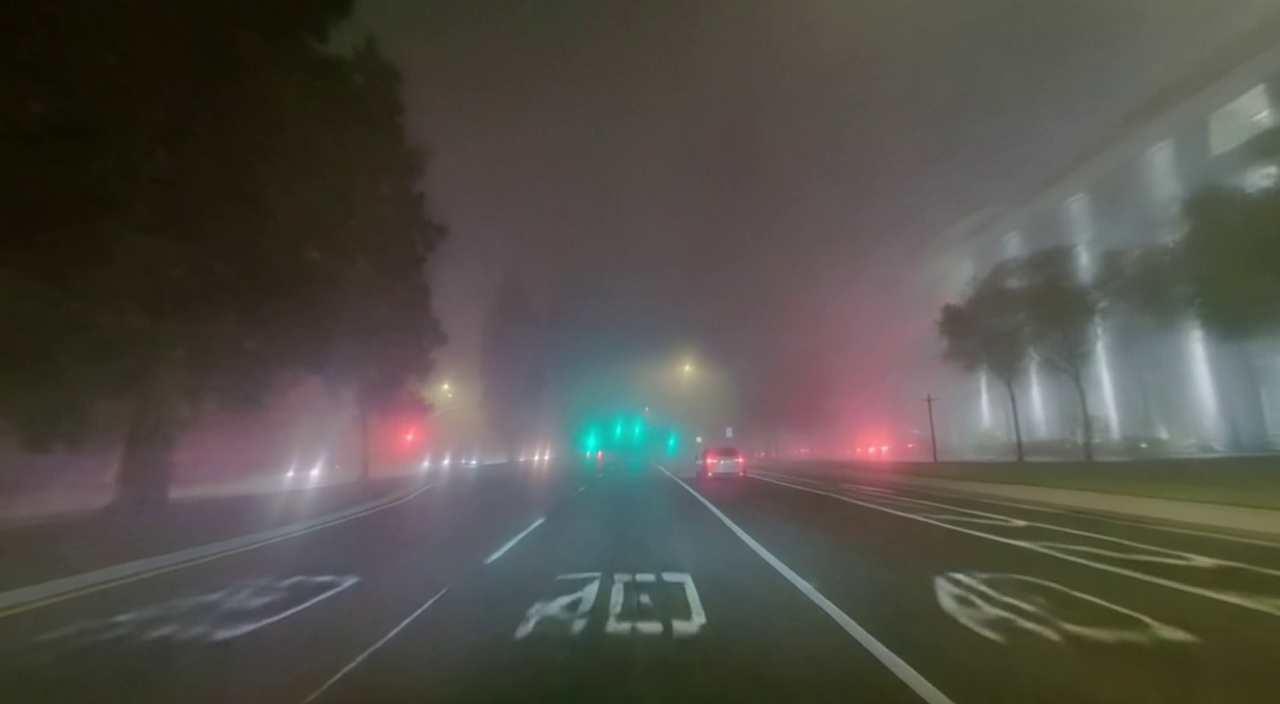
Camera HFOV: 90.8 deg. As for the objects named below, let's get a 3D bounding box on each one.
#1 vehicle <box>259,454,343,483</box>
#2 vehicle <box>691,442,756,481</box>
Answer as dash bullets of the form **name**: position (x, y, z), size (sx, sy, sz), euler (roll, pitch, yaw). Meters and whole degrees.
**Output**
- **vehicle**: position (-23.245, 7.972, 43.458), size (2.025, 1.792, 4.643), euler (-5, -10, 29)
- **vehicle**: position (3.325, 4.447, 26.056), size (1.966, 1.449, 4.290), euler (0, -8, -2)
